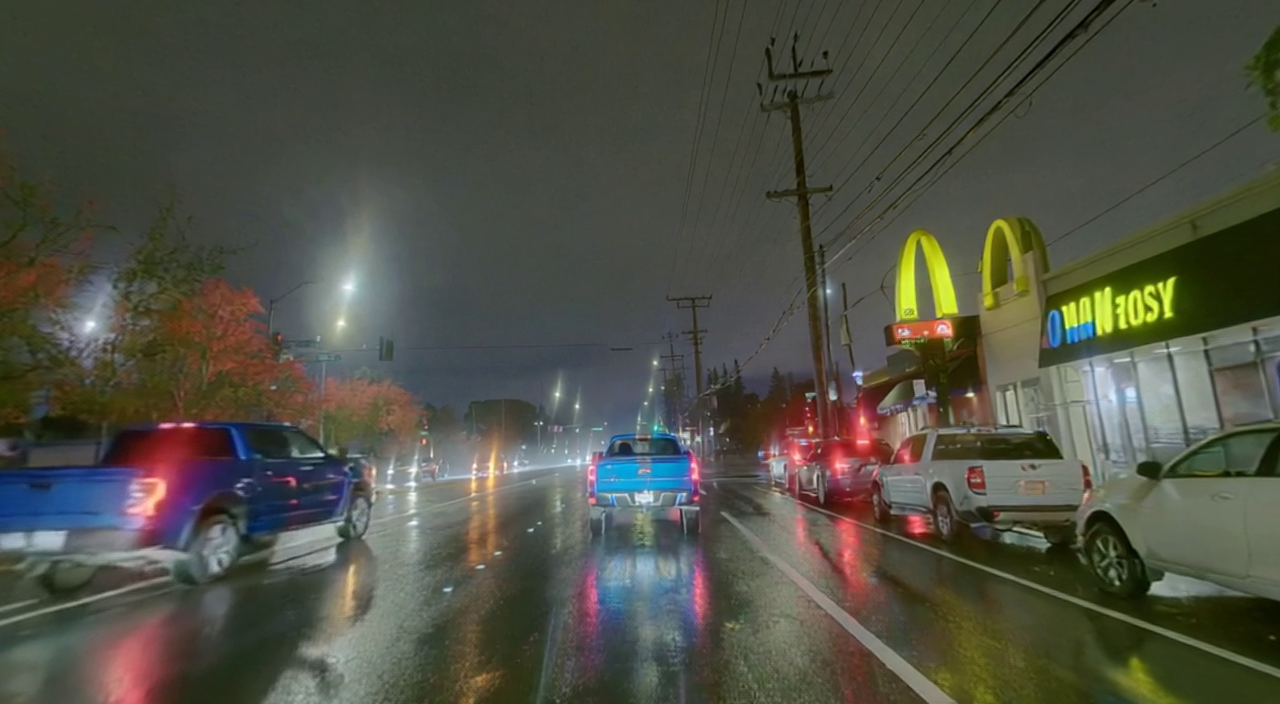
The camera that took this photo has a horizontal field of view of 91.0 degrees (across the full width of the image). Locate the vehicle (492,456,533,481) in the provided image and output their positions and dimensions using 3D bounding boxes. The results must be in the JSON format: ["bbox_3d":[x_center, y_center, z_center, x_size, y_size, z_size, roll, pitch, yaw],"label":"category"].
[{"bbox_3d":[-9.048,8.288,45.079,1.968,1.654,4.292,0,-9,1],"label":"vehicle"}]

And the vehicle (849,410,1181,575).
[{"bbox_3d":[4.933,1.911,9.408,2.007,1.786,4.870,0,-9,1],"label":"vehicle"}]

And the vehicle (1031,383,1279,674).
[{"bbox_3d":[4.906,1.089,3.892,2.014,1.755,4.520,0,-9,0],"label":"vehicle"}]

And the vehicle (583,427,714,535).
[{"bbox_3d":[0.153,2.421,12.453,2.089,1.699,4.650,0,-9,0],"label":"vehicle"}]

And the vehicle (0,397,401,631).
[{"bbox_3d":[-5.168,1.622,7.495,2.140,1.768,5.092,-1,-9,7],"label":"vehicle"}]
